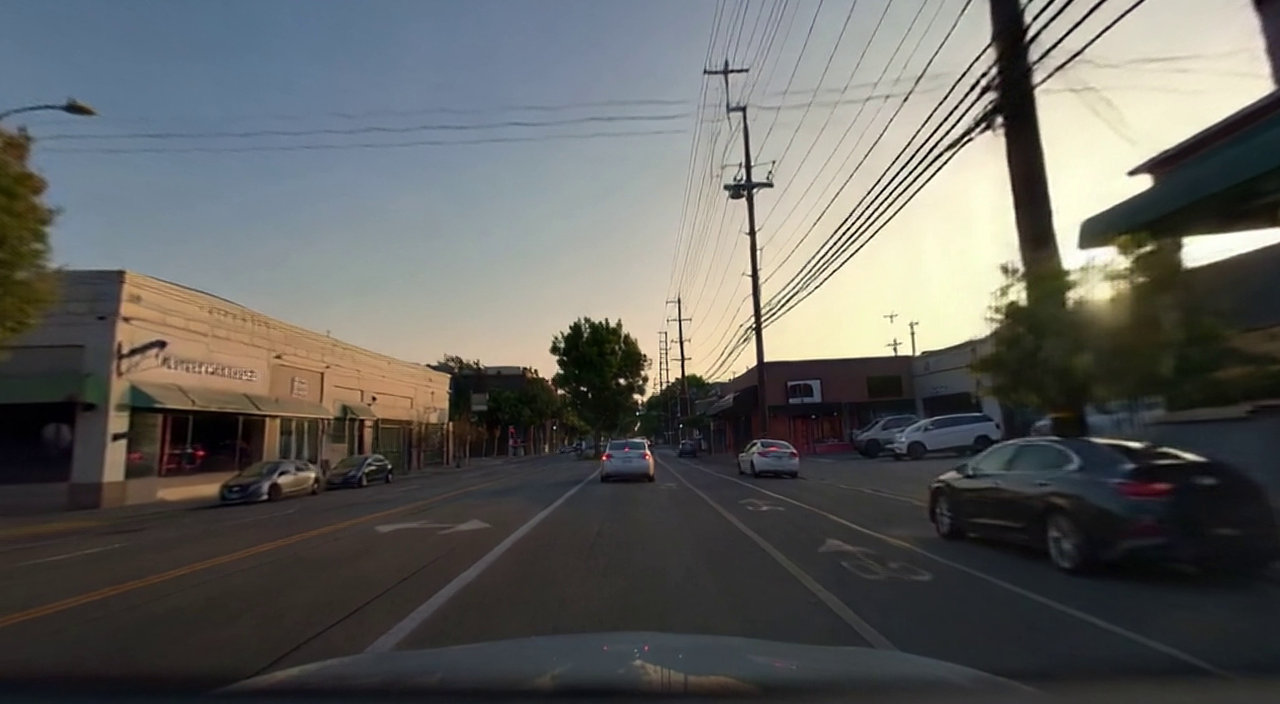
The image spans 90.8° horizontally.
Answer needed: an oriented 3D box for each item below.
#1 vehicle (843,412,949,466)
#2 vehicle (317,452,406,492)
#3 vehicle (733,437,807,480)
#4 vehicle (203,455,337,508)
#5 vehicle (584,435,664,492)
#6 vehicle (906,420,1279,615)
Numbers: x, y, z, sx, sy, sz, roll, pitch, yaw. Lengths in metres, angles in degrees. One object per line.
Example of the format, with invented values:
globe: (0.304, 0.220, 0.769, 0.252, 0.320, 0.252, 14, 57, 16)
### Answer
vehicle: (11.103, 3.843, 28.023, 2.329, 2.145, 5.841, 0, -8, 1)
vehicle: (-11.637, 5.009, 26.739, 1.817, 1.480, 4.282, 0, -8, 0)
vehicle: (5.112, 4.253, 25.508, 1.937, 1.523, 4.541, 0, -8, -1)
vehicle: (-11.798, 4.127, 20.566, 1.828, 1.457, 4.371, 0, -8, -2)
vehicle: (-0.445, 3.259, 18.804, 2.116, 1.479, 3.980, 0, -8, -1)
vehicle: (5.072, 1.595, 7.170, 1.987, 1.459, 4.677, 0, -8, -1)
